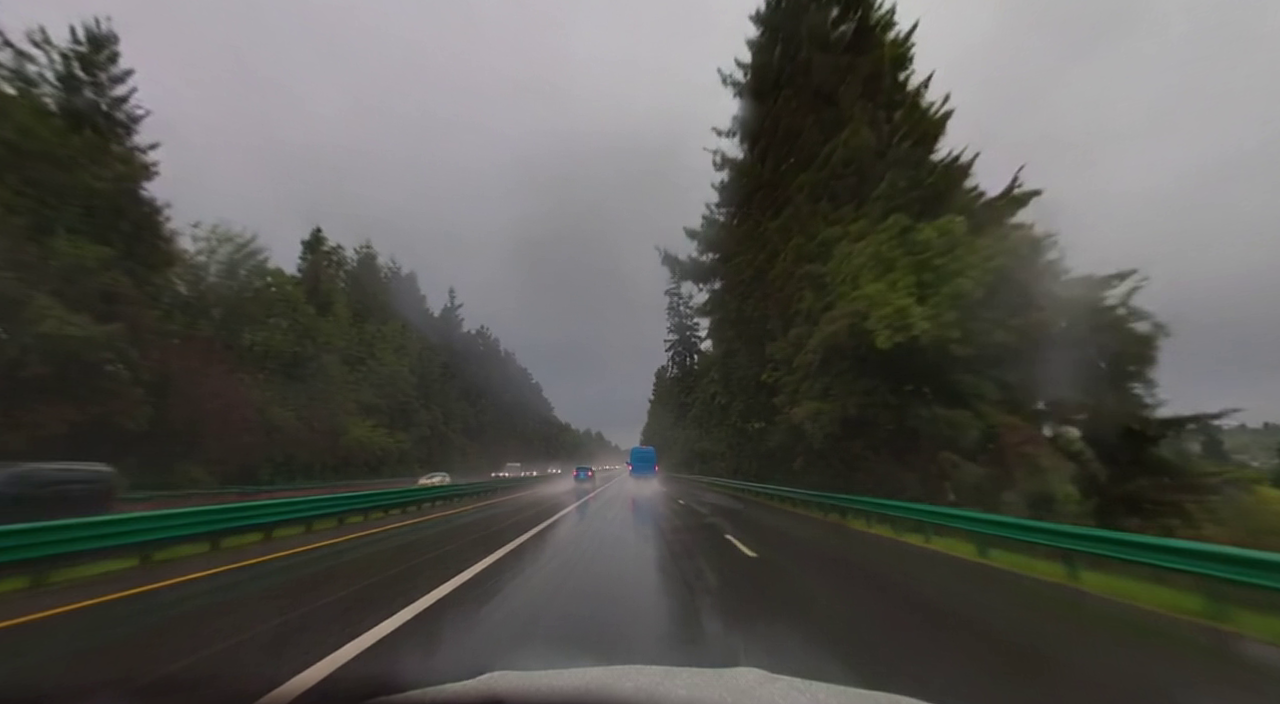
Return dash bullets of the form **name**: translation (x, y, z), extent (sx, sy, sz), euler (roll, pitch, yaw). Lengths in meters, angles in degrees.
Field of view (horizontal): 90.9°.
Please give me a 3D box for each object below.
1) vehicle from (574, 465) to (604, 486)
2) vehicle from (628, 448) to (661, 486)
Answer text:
- **vehicle**: translation (-3.914, 9.572, 48.878), extent (2.038, 1.490, 4.391), euler (1, -11, -1)
- **vehicle**: translation (0.314, 8.948, 48.883), extent (2.382, 2.752, 5.333), euler (1, -11, -1)
